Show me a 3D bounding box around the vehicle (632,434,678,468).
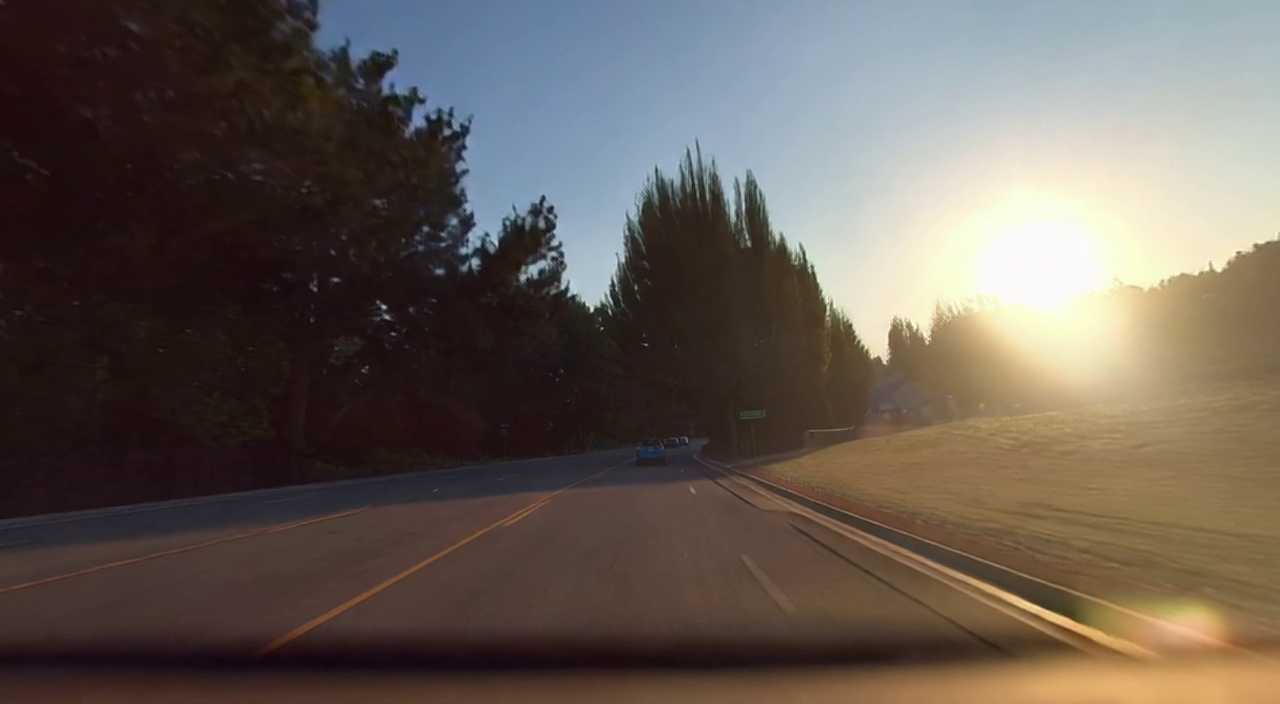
[{"bbox_3d":[0.891,5.313,34.074,2.294,1.708,4.110,-1,-8,4],"label":"vehicle"}]
